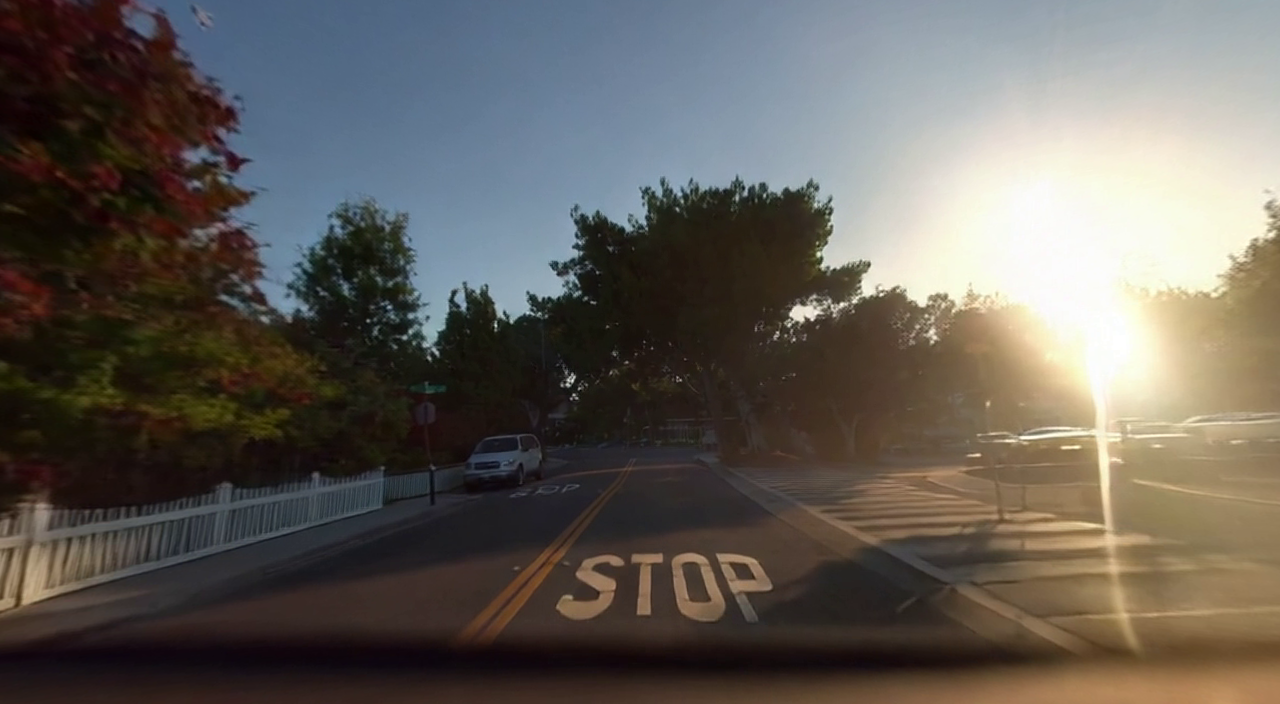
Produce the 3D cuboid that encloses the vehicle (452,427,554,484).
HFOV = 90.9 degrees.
[{"bbox_3d":[-5.113,3.944,24.664,2.308,1.899,6.107,-1,-7,3],"label":"vehicle"}]
